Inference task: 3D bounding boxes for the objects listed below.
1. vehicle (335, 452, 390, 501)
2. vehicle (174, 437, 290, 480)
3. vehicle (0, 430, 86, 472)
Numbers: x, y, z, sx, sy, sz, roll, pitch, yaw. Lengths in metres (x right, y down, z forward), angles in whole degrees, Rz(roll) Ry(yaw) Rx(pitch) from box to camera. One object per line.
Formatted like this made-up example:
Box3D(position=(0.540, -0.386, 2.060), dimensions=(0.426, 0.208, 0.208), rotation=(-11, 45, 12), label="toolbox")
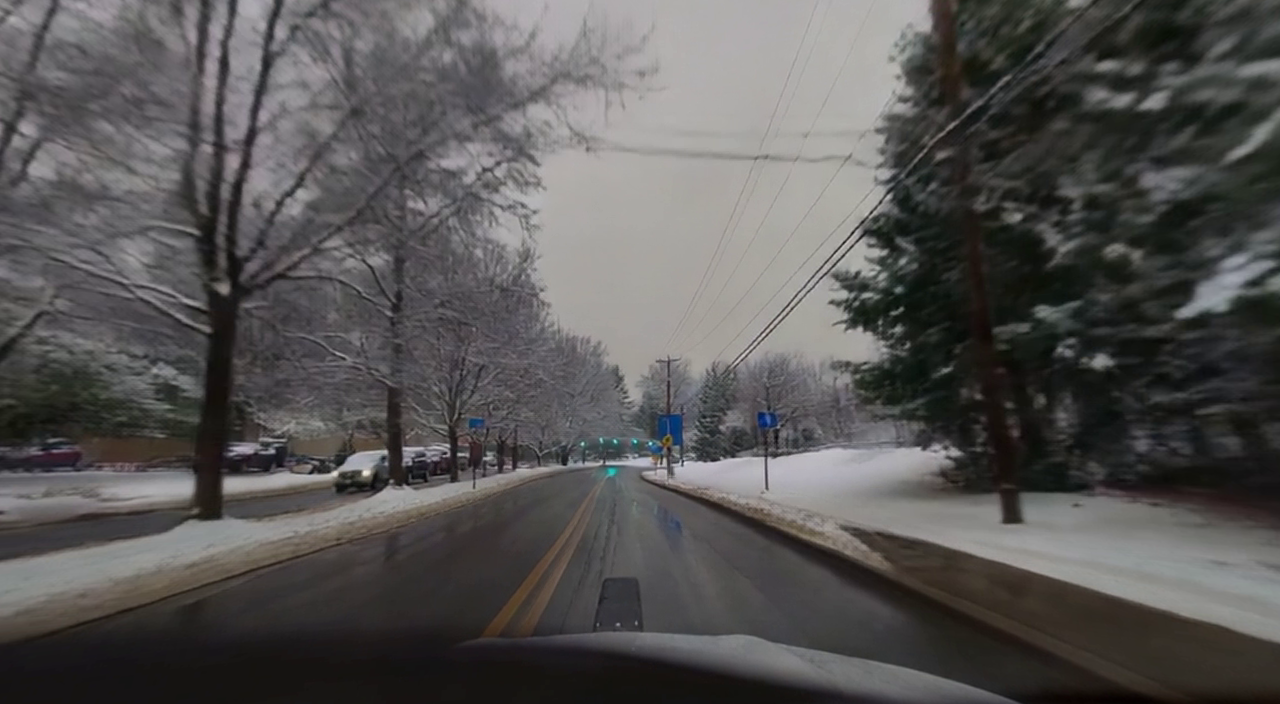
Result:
Box3D(position=(-11.329, 5.042, 25.765), dimensions=(1.861, 1.736, 4.241), rotation=(1, -10, -23), label="vehicle")
Box3D(position=(-30.897, 8.048, 47.684), dimensions=(7.249, 3.082, 2.621), rotation=(-2, -10, 10), label="vehicle")
Box3D(position=(-45.572, 7.378, 47.203), dimensions=(6.459, 2.858, 2.475), rotation=(-1, -5, 13), label="vehicle")
